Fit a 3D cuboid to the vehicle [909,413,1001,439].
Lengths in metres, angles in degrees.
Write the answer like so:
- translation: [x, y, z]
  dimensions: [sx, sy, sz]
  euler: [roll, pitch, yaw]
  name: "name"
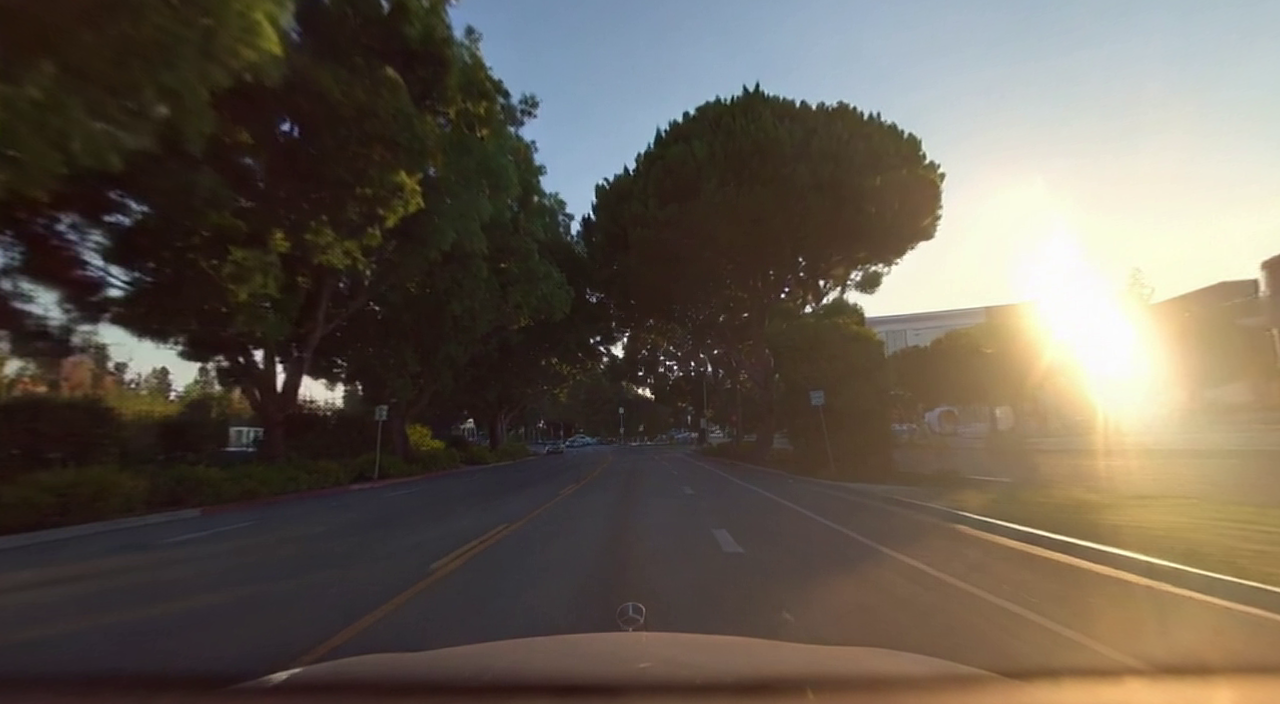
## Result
- translation: [22.939, 5.412, 46.037]
  dimensions: [5.623, 1.647, 1.832]
  euler: [-2, -6, 0]
  name: "vehicle"
